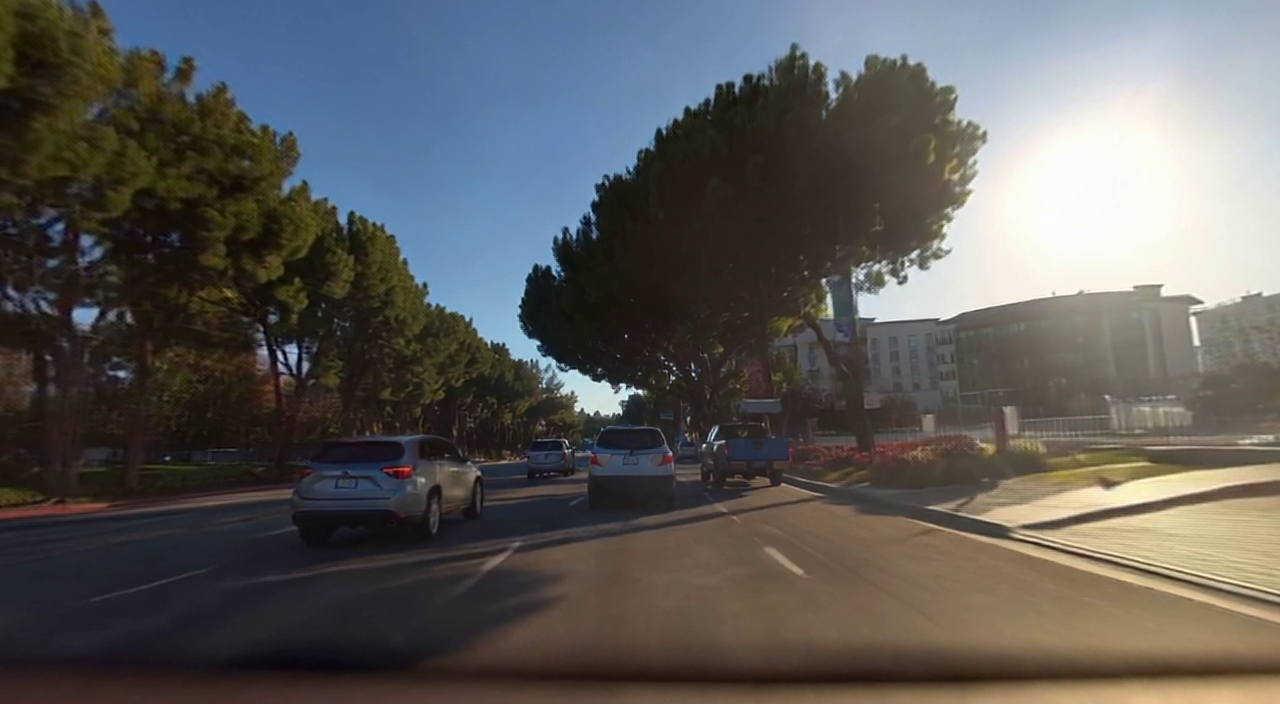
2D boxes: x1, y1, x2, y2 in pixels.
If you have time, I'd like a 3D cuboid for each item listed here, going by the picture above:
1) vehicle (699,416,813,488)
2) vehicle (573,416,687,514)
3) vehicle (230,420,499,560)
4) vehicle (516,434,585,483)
[{"bbox_3d":[3.624,3.312,21.189,2.655,2.054,6.098,0,-8,0],"label":"vehicle"},{"bbox_3d":[-0.155,2.370,13.638,2.075,1.770,4.018,0,-8,1],"label":"vehicle"},{"bbox_3d":[-3.756,1.959,9.777,1.959,1.614,4.676,0,-8,1],"label":"vehicle"},{"bbox_3d":[-3.237,3.929,23.527,1.894,1.642,3.861,0,-8,1],"label":"vehicle"}]
